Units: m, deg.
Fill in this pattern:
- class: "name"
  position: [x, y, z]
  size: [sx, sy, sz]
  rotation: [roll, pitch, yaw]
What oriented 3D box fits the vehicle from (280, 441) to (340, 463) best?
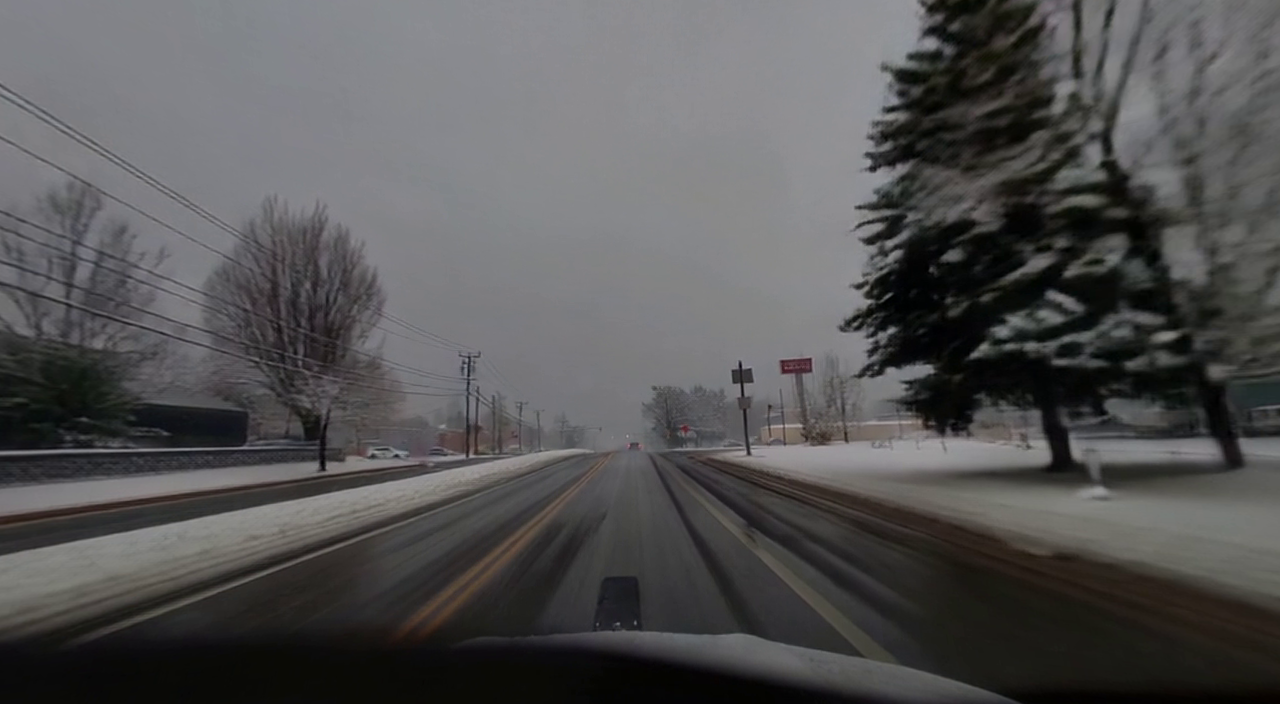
- class: "vehicle"
  position: [-23.556, 7.115, 45.315]
  size: [1.815, 1.460, 4.642]
  rotation: [0, -8, 0]
